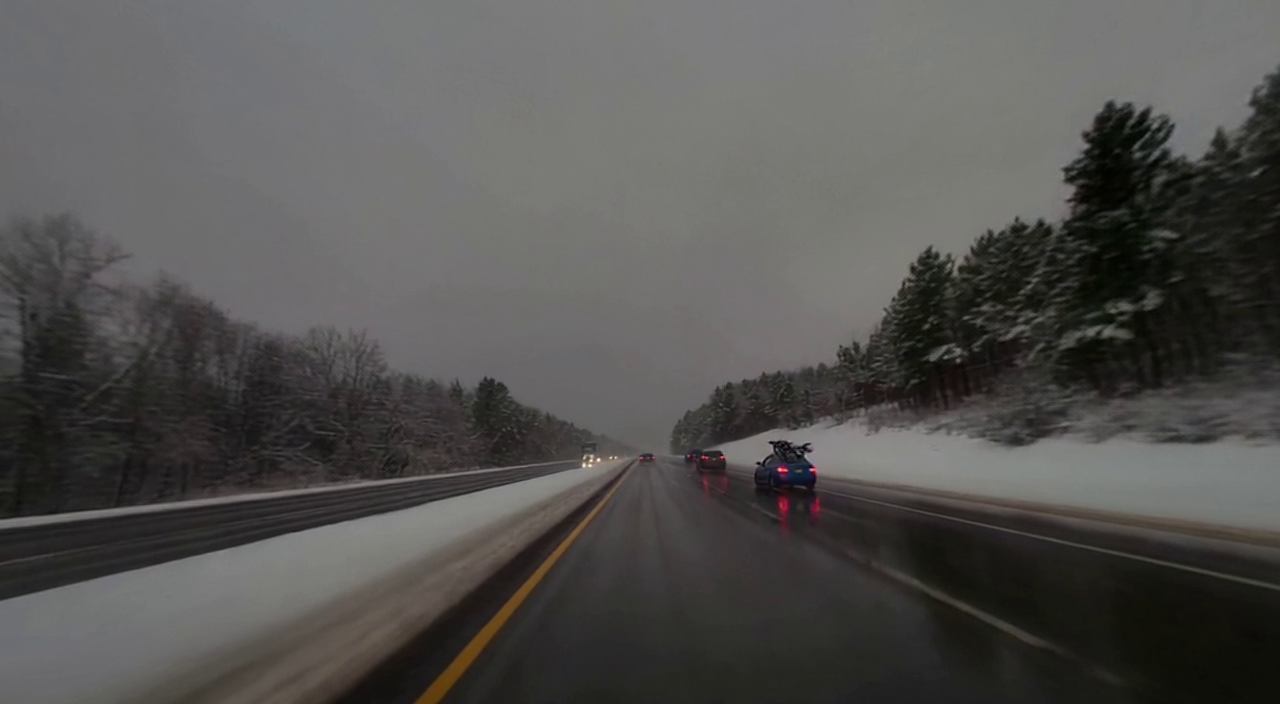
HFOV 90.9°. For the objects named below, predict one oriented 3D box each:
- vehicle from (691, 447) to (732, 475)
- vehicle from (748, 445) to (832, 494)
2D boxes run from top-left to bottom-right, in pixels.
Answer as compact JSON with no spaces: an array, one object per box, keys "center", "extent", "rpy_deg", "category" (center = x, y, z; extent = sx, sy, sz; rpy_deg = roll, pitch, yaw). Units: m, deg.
[{"center":[4.563,7.063,40.992],"extent":[2.122,1.662,4.392],"rpy_deg":[0,-9,0],"category":"vehicle"},{"center":[5.125,4.066,22.081],"extent":[1.964,1.513,3.707],"rpy_deg":[0,-9,-1],"category":"vehicle"}]
